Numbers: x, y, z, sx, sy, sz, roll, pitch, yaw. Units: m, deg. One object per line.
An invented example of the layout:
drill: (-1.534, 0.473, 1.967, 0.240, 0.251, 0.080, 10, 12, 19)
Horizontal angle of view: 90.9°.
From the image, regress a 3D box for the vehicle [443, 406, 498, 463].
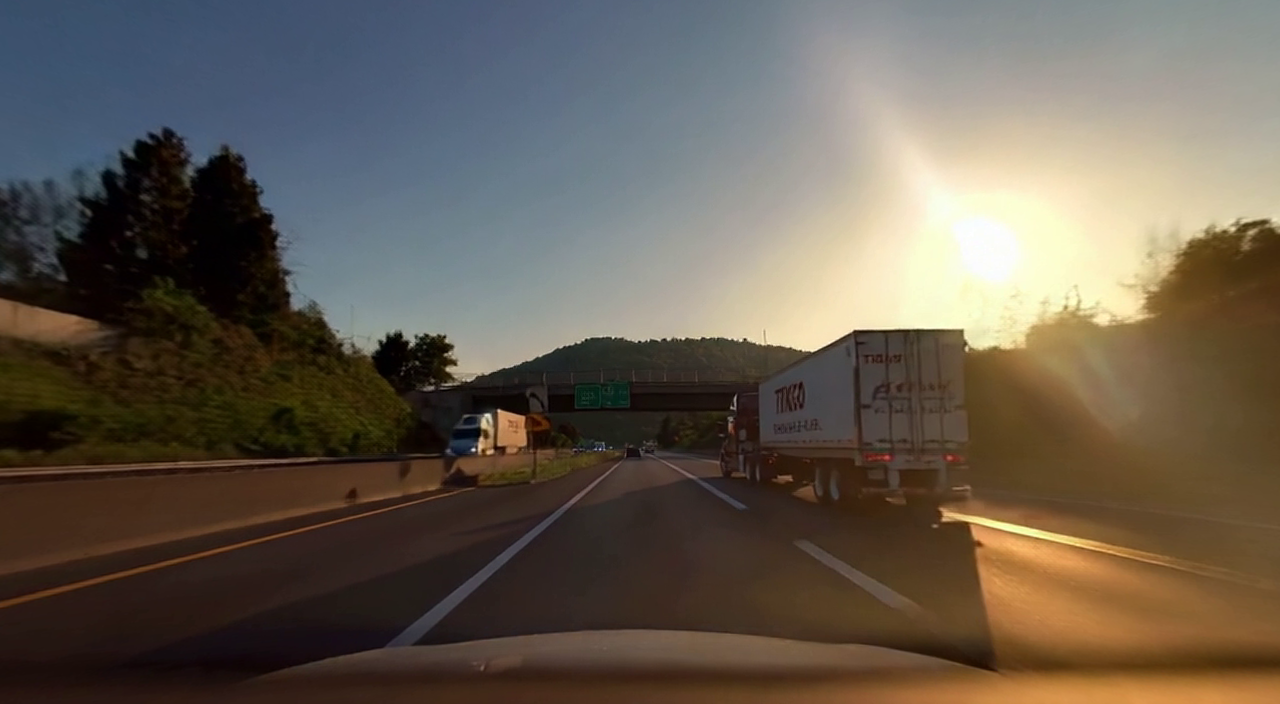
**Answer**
vehicle: (-12.802, 6.275, 47.847, 3.266, 4.192, 2.746, 0, -9, -1)

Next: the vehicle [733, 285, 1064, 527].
vehicle: (5.300, 1.947, 17.673, 2.983, 4.030, 14.444, 0, -9, -1)
